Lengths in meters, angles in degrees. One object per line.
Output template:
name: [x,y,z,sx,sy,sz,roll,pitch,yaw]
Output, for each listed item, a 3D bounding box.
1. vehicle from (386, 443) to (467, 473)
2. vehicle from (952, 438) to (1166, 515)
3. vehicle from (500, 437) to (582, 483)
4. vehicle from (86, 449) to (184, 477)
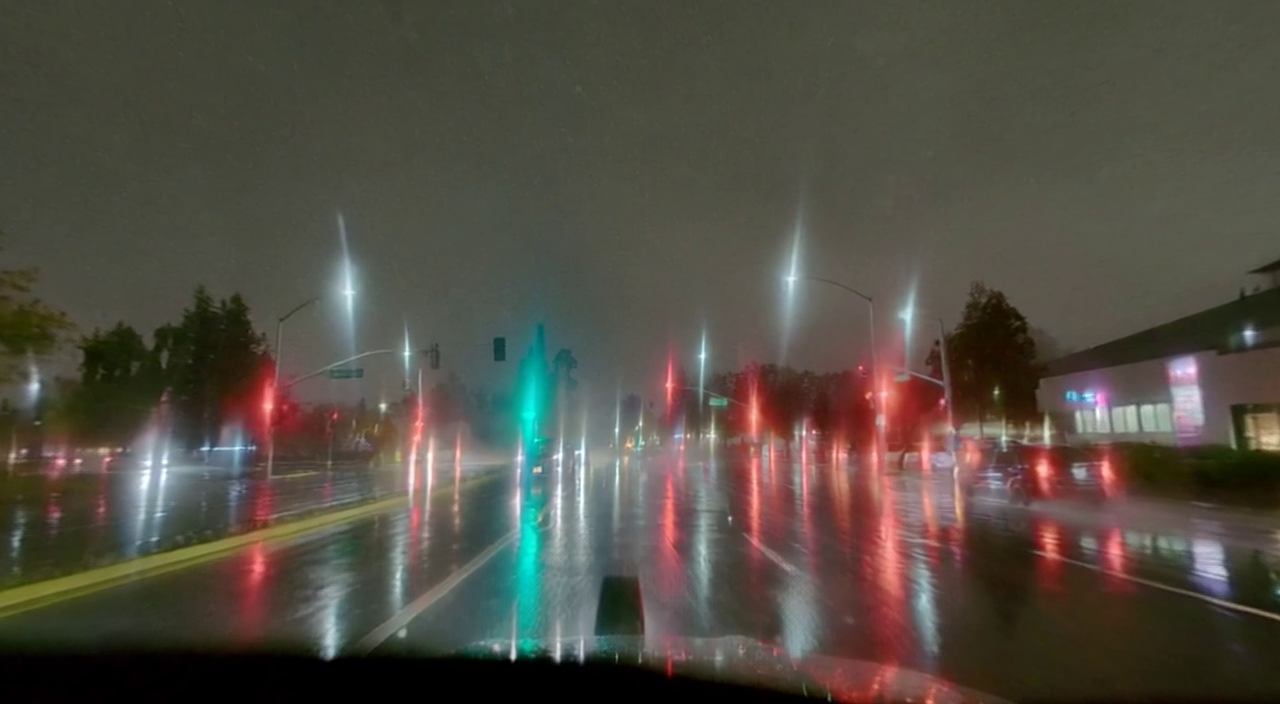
vehicle: [-11.438,5.662,34.160,1.873,1.485,4.382,-3,-9,17]
vehicle: [9.119,2.711,14.311,1.936,1.460,4.258,0,-8,0]
vehicle: [-3.431,3.853,22.897,2.121,1.481,4.708,0,-8,1]
vehicle: [-30.006,6.543,37.523,5.228,1.539,2.009,-3,-9,21]
